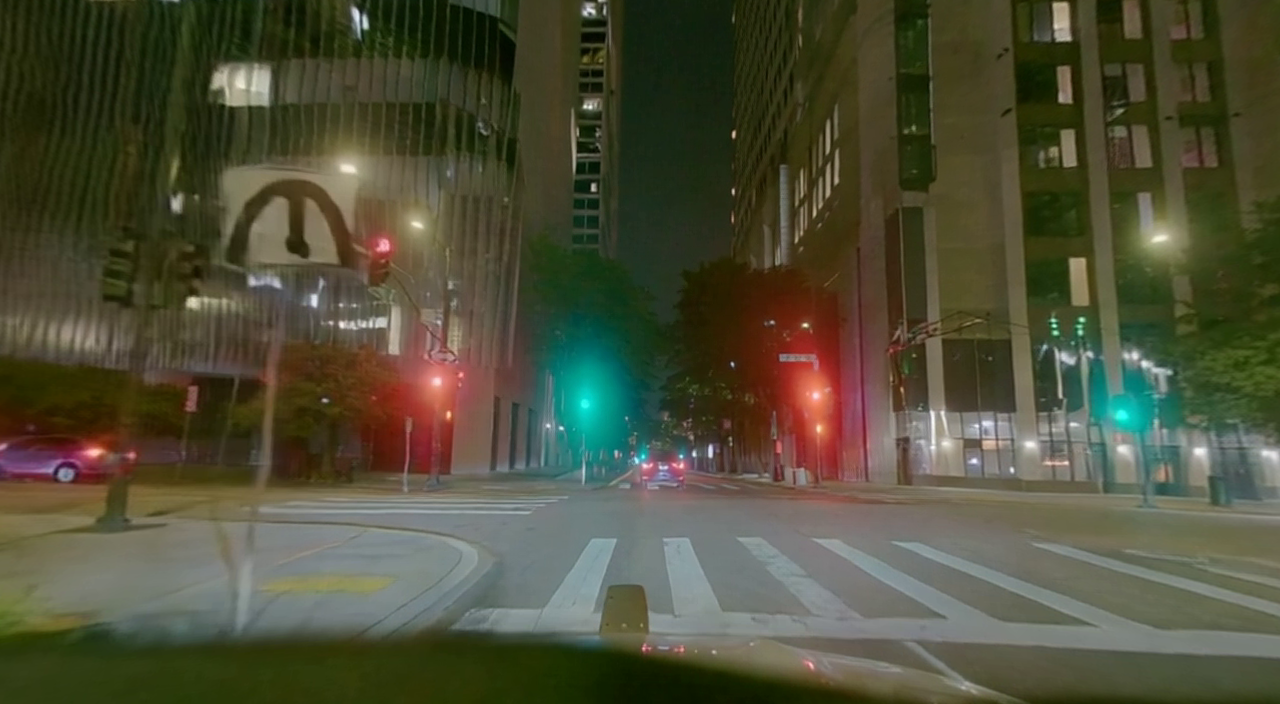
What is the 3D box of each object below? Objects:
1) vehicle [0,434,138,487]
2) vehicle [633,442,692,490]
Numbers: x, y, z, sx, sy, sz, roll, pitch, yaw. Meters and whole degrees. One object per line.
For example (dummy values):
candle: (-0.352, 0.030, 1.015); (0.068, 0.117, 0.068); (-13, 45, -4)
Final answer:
vehicle: (-19.640, 3.496, 20.462); (4.784, 1.599, 2.184); (0, -8, 0)
vehicle: (0.817, 4.314, 24.243); (2.079, 1.621, 3.861); (-1, -8, 0)
